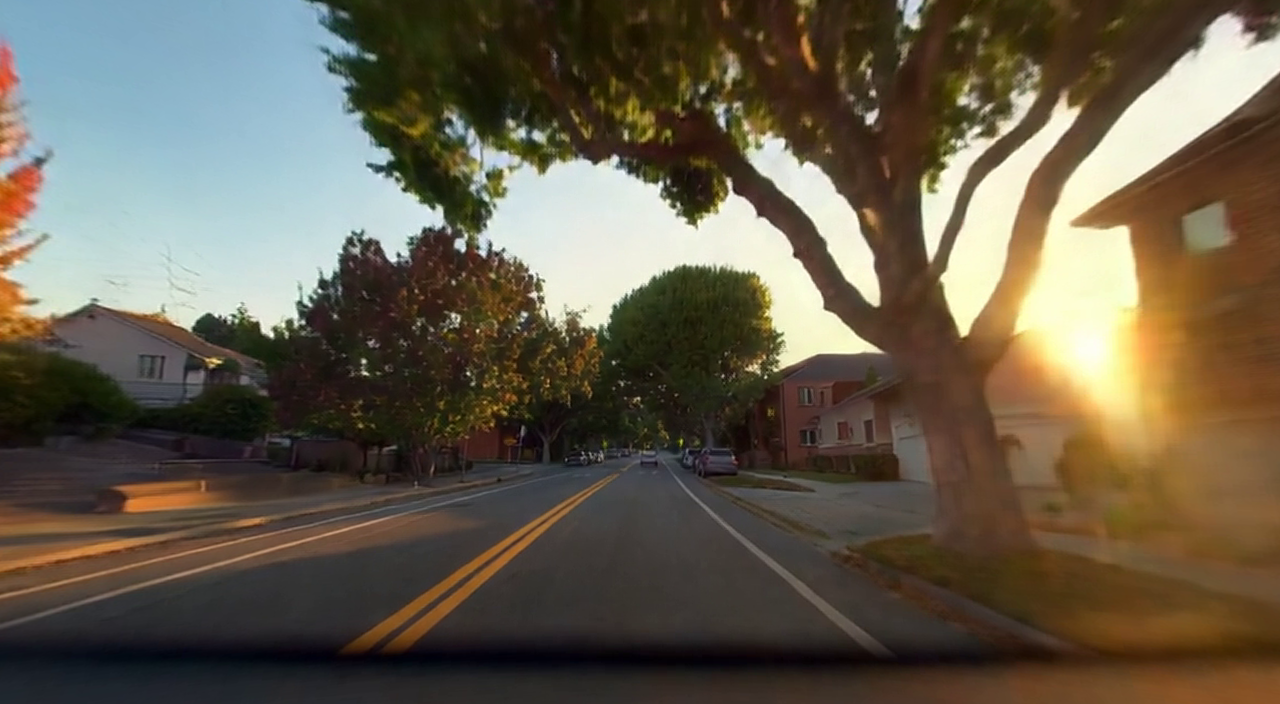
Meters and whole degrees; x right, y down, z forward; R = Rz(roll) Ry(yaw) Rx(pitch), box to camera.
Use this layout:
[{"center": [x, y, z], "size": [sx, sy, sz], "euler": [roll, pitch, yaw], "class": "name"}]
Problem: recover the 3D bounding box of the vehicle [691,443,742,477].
[{"center": [4.185, 5.984, 35.273], "size": [1.937, 1.752, 4.574], "euler": [1, -9, -5], "class": "vehicle"}]
